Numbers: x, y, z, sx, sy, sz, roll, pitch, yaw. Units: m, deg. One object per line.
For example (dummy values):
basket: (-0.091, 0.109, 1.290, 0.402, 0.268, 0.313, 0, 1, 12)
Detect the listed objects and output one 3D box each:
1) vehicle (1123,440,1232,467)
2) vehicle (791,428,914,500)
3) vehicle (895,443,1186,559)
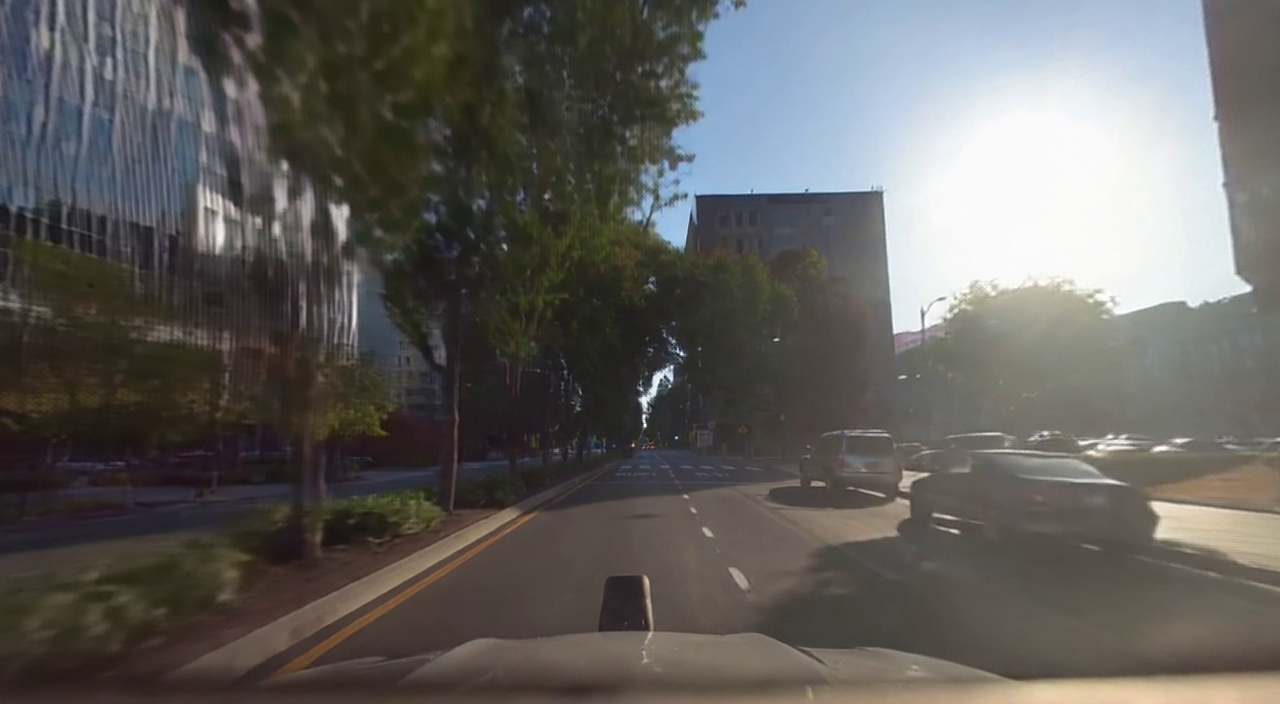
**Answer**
vehicle: (30.362, 5.741, 35.691, 4.373, 1.489, 1.908, 0, -8, 1)
vehicle: (6.228, 3.326, 19.161, 2.045, 1.890, 4.876, 0, -8, 0)
vehicle: (6.224, 2.306, 10.673, 1.948, 1.511, 4.623, 0, -8, 1)
